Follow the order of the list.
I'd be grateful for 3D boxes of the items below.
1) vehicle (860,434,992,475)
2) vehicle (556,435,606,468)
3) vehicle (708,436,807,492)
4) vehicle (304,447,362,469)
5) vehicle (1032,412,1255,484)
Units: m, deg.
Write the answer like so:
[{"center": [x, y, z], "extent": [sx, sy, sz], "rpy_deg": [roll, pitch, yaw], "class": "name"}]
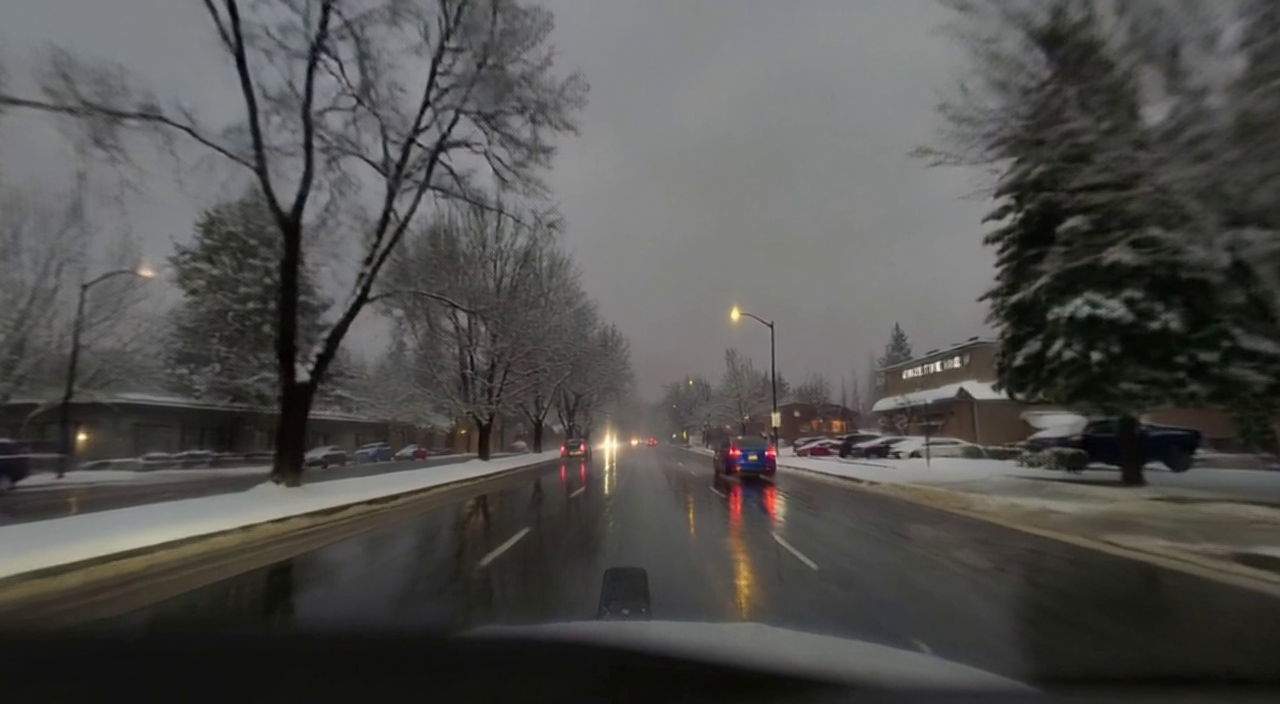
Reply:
[{"center": [13.769, 4.934, 30.516], "extent": [5.342, 1.867, 2.147], "rpy_deg": [0, -8, -5], "class": "vehicle"}, {"center": [-3.022, 5.204, 33.193], "extent": [2.113, 1.626, 4.129], "rpy_deg": [0, -8, 2], "class": "vehicle"}, {"center": [3.357, 3.296, 18.974], "extent": [2.083, 1.474, 4.360], "rpy_deg": [0, -8, -1], "class": "vehicle"}, {"center": [-21.530, 7.443, 44.379], "extent": [1.799, 1.465, 4.390], "rpy_deg": [0, -8, 2], "class": "vehicle"}, {"center": [16.731, 3.268, 21.550], "extent": [2.160, 2.093, 5.795], "rpy_deg": [1, -8, -10], "class": "vehicle"}]
